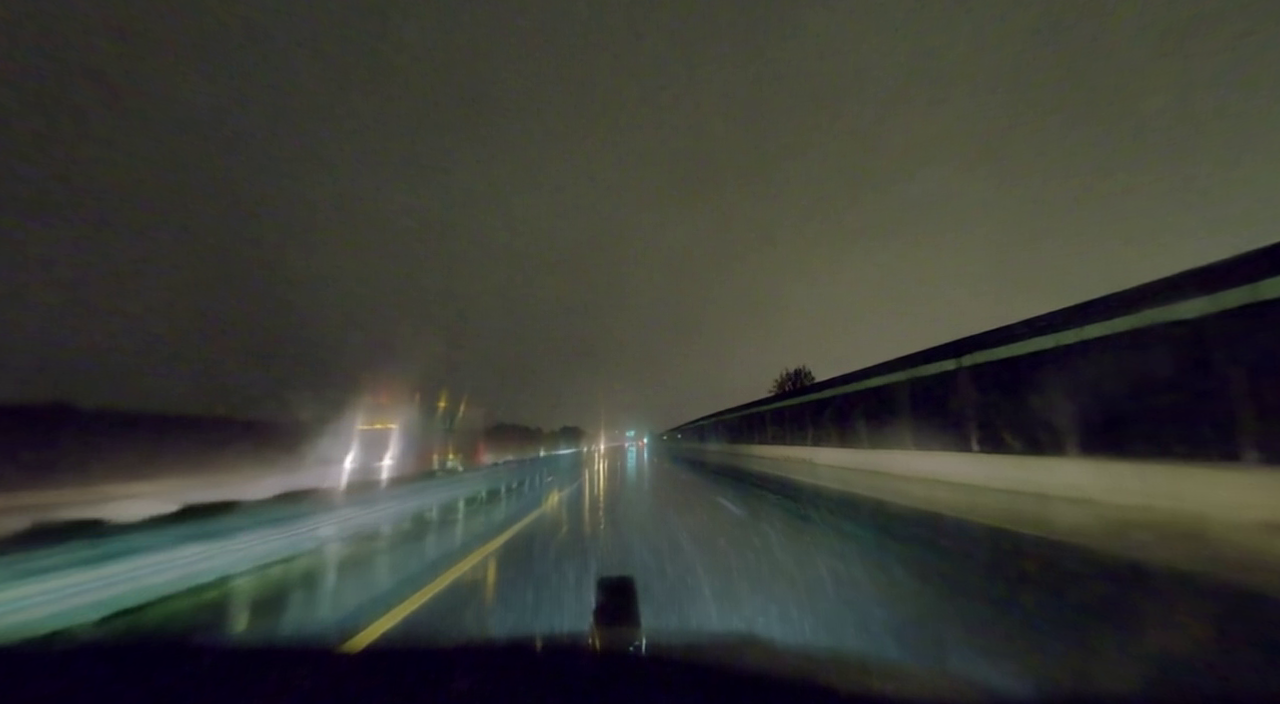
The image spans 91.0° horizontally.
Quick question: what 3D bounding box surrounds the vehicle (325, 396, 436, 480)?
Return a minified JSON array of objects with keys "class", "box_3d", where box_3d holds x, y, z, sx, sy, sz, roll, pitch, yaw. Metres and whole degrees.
[{"class":"vehicle","box_3d":[-13.692,4.623,33.945,3.370,4.028,6.280,0,-8,-2]}]
